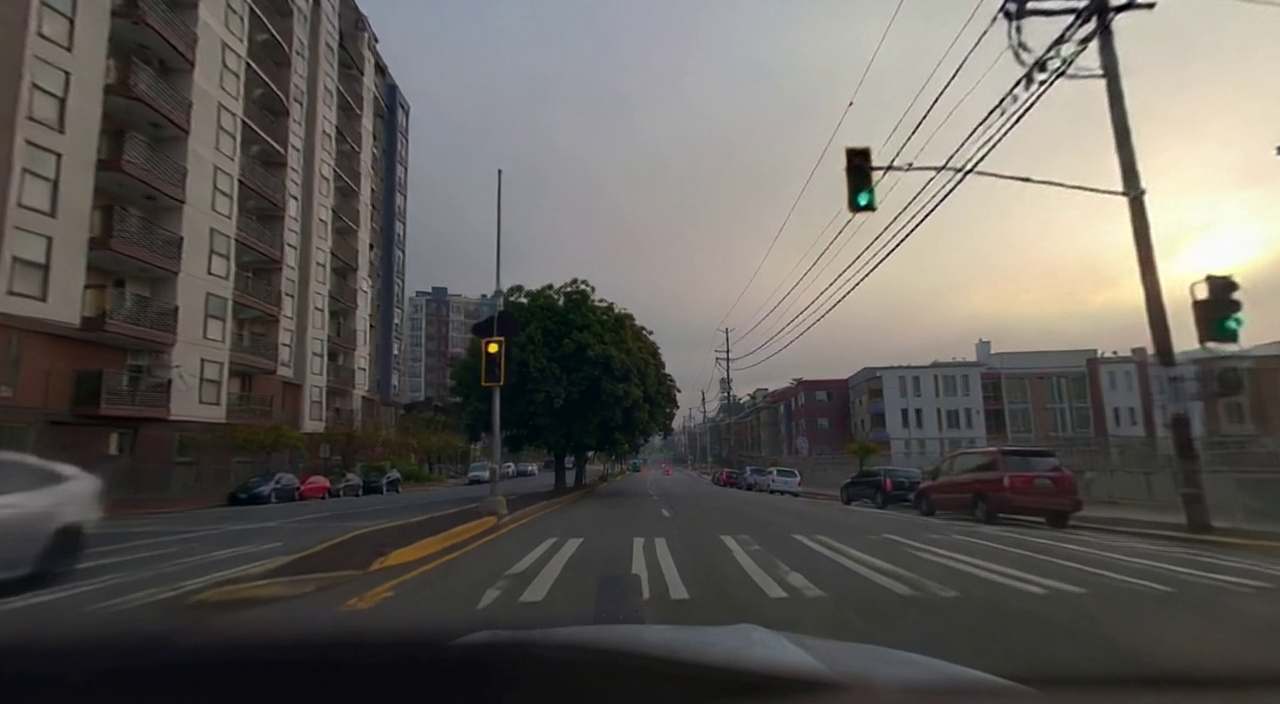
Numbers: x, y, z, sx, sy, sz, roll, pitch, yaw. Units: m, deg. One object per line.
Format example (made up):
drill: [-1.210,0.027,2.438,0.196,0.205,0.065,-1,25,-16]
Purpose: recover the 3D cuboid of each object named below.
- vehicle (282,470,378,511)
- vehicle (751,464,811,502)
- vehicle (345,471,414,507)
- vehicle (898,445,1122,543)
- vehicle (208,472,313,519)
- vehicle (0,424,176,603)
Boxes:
vehicle: [-14.891,6.677,30.732,2.124,1.626,4.908,0,-9,0]
vehicle: [7.447,6.959,33.914,2.143,1.731,4.781,0,-9,0]
vehicle: [-14.739,7.733,36.071,2.107,1.771,4.871,0,-10,-4]
vehicle: [7.514,2.869,13.532,1.996,1.704,4.490,0,-9,-1]
vehicle: [-14.759,5.579,24.859,1.879,1.507,3.745,0,-9,-2]
vehicle: [-6.917,1.468,5.720,2.180,1.608,4.321,0,-9,-1]
